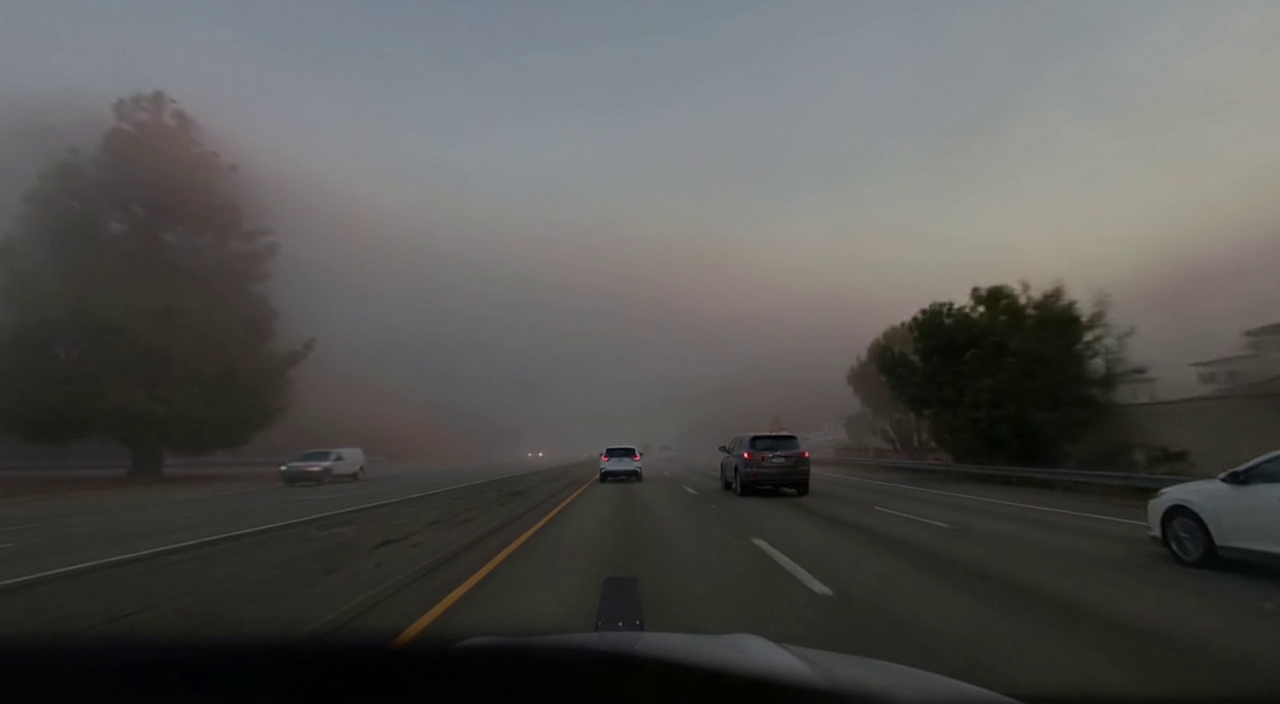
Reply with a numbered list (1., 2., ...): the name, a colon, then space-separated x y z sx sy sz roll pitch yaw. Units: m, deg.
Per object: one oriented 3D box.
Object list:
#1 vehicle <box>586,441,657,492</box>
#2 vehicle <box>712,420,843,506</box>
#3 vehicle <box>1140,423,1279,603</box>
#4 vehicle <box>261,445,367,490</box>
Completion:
1. vehicle: -0.553 3.606 20.266 2.040 1.451 3.736 0 -8 0
2. vehicle: 3.266 2.765 16.149 2.186 1.842 4.553 0 -8 -2
3. vehicle: 6.505 1.177 4.219 2.434 1.467 4.726 0 -8 -1
4. vehicle: -14.533 5.139 28.582 2.178 1.793 4.921 0 -8 0
